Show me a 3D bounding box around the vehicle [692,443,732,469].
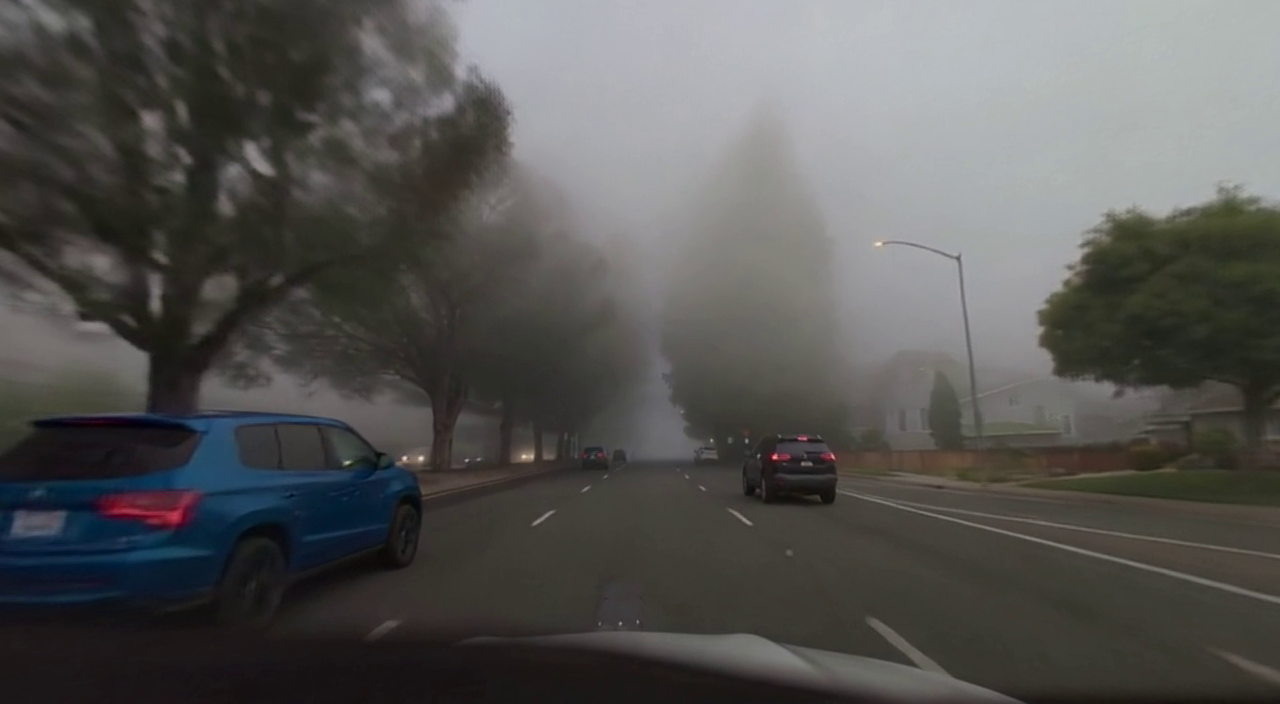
[{"bbox_3d":[4.850,6.999,42.845,2.169,1.669,4.037,0,-8,-1],"label":"vehicle"}]

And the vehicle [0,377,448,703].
[{"bbox_3d":[-3.467,1.313,5.656,2.045,1.688,4.632,0,-8,0],"label":"vehicle"}]

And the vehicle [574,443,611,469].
[{"bbox_3d":[-2.993,6.632,40.445,1.988,1.569,4.202,0,-8,1],"label":"vehicle"}]

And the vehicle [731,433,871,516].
[{"bbox_3d":[3.564,2.800,14.997,2.132,1.659,4.387,0,-8,0],"label":"vehicle"}]
